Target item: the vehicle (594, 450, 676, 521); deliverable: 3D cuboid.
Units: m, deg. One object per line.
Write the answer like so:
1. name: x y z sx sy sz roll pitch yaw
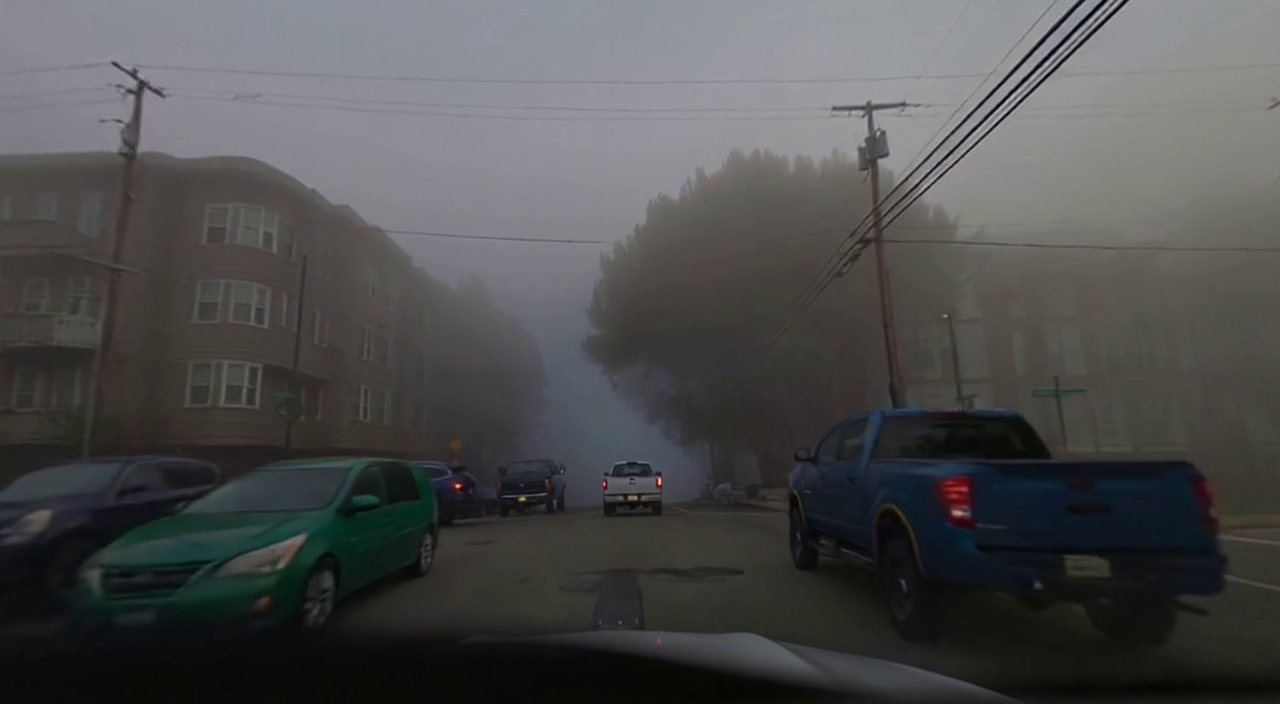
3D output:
1. vehicle: -0.118 4.177 20.075 2.308 1.940 4.125 -2 -10 1

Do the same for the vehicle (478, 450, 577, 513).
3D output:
1. vehicle: -3.661 4.586 21.963 2.330 1.859 6.068 0 -13 0

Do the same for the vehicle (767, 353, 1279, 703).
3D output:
1. vehicle: 2.689 1.308 5.747 2.027 1.907 4.736 0 -9 -1

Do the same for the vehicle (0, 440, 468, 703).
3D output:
1. vehicle: -3.095 1.575 5.767 1.868 1.462 4.385 0 -9 -1
